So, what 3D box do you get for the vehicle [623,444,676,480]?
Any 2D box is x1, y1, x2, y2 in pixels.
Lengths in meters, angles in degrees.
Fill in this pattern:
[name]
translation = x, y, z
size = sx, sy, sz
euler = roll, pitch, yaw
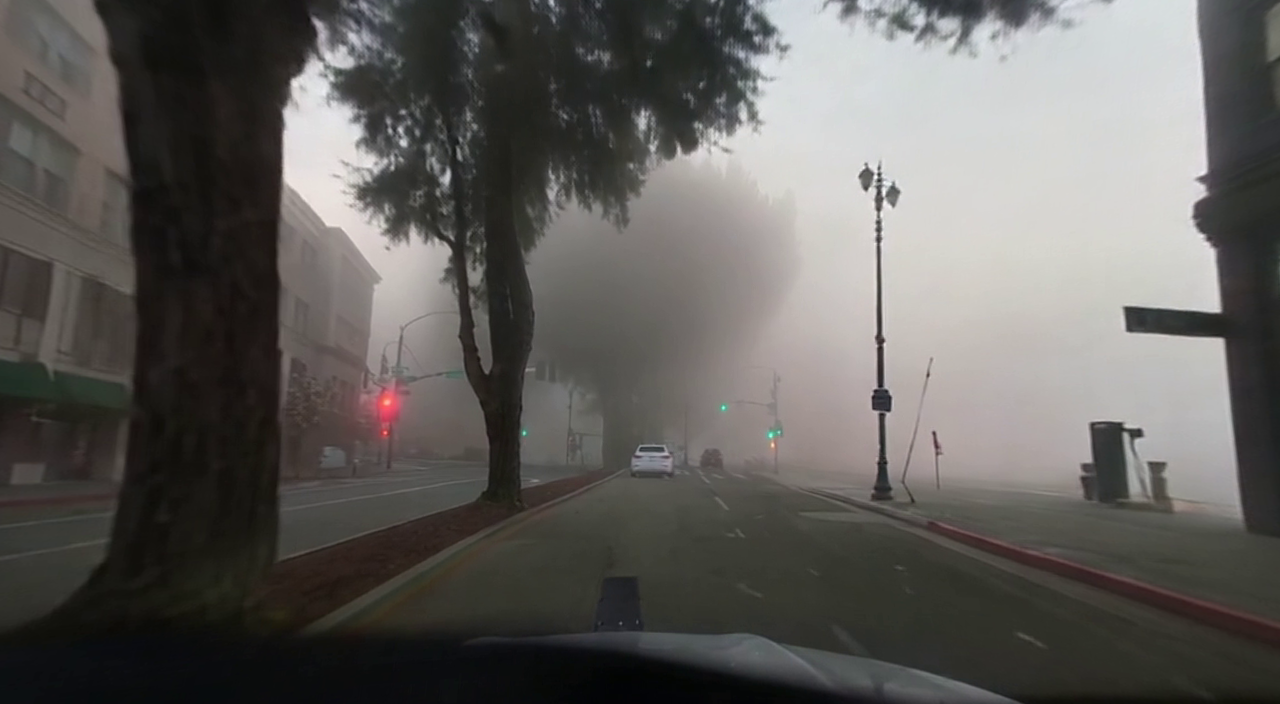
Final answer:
[vehicle]
translation = 0.493, 4.941, 28.664
size = 2.173, 1.479, 4.264
euler = -1, -9, 4
